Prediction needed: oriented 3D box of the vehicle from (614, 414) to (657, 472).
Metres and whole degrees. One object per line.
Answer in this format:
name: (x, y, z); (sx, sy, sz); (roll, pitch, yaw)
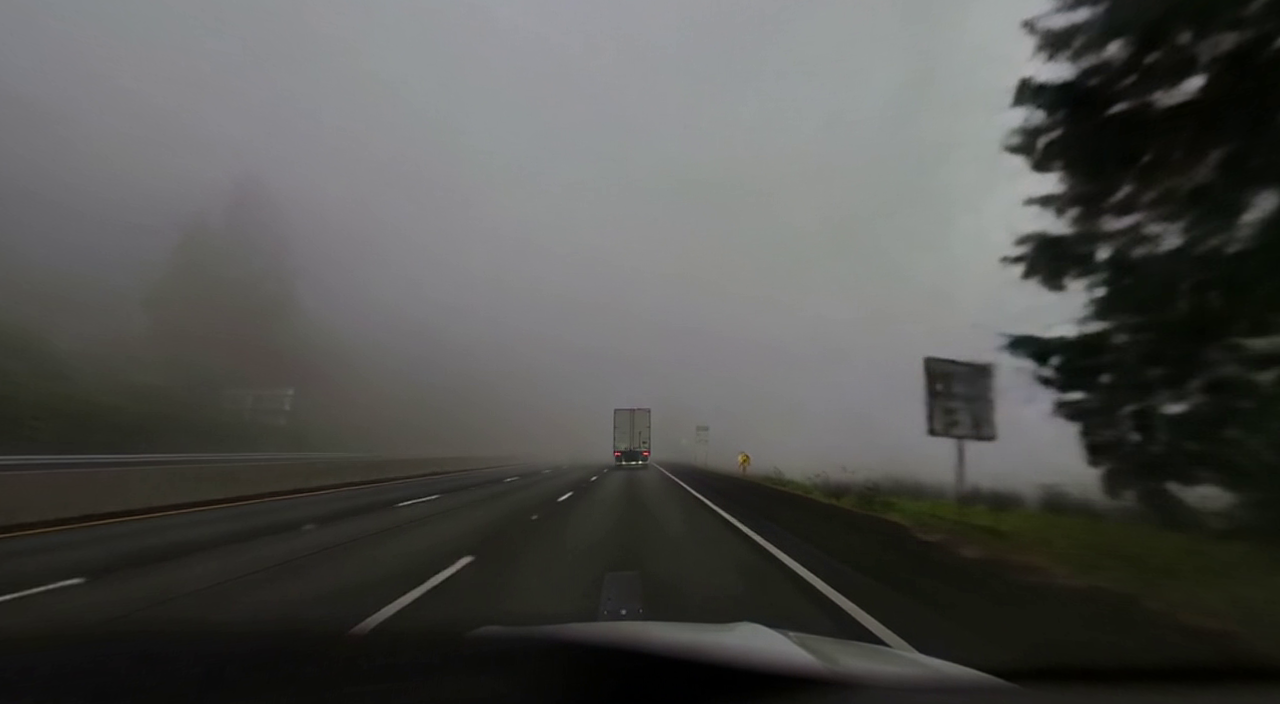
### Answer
vehicle: (-0.411, 7.099, 48.951); (2.982, 3.947, 11.075); (0, -9, -1)
